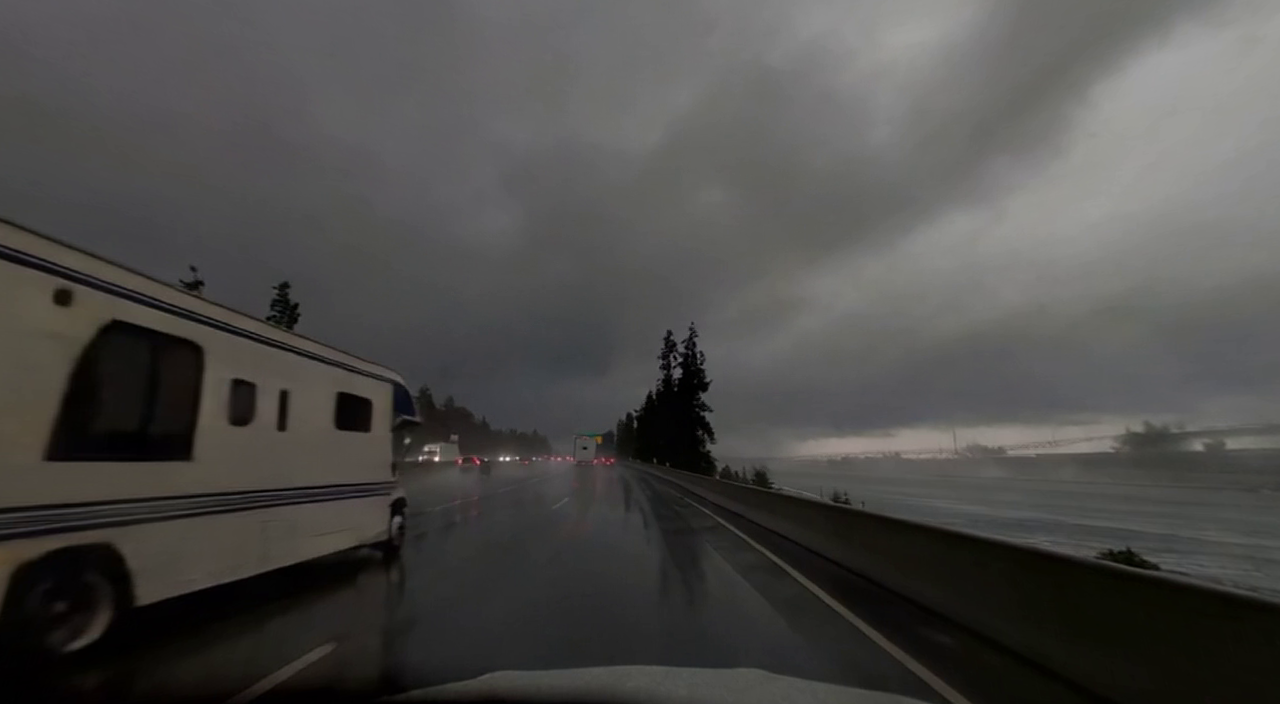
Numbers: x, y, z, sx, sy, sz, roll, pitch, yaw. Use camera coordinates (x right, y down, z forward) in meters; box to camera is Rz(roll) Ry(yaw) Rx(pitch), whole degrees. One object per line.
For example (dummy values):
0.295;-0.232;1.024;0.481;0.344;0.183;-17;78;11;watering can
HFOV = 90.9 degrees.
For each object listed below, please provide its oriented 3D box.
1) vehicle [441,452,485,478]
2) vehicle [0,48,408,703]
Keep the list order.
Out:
-12.780;8.195;45.847;2.005;1.774;4.610;0;-9;-2;vehicle
-4.169;0.304;3.849;2.542;2.965;7.637;0;-10;0;vehicle
